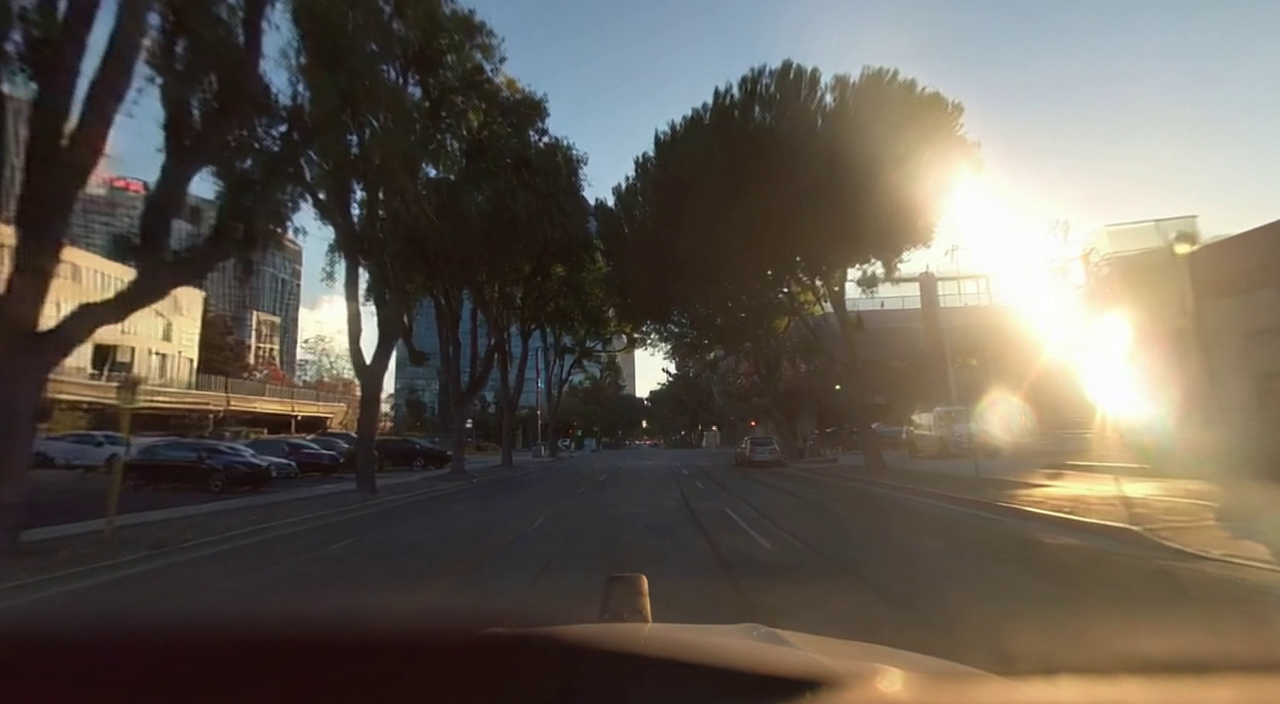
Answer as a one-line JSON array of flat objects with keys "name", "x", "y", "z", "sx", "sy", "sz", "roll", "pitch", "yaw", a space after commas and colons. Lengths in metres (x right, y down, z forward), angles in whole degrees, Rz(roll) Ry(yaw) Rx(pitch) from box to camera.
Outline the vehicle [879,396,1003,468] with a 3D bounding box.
[{"name": "vehicle", "x": 13.273, "y": 3.646, "z": 28.404, "sx": 2.935, "sy": 2.889, "sz": 5.499, "roll": -1, "pitch": -8, "yaw": 2}]

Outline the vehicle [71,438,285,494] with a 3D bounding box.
[{"name": "vehicle", "x": -14.475, "y": 3.595, "z": 20.085, "sx": 4.954, "sy": 1.614, "sz": 2.227, "roll": 0, "pitch": -9, "yaw": -4}]

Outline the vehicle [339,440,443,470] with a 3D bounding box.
[{"name": "vehicle", "x": -13.599, "y": 5.647, "z": 34.659, "sx": 4.765, "sy": 1.517, "sz": 2.182, "roll": 0, "pitch": -9, "yaw": 0}]

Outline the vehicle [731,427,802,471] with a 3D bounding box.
[{"name": "vehicle", "x": 6.153, "y": 4.789, "z": 31.352, "sx": 2.338, "sy": 1.942, "sz": 5.267, "roll": 0, "pitch": -8, "yaw": -1}]
